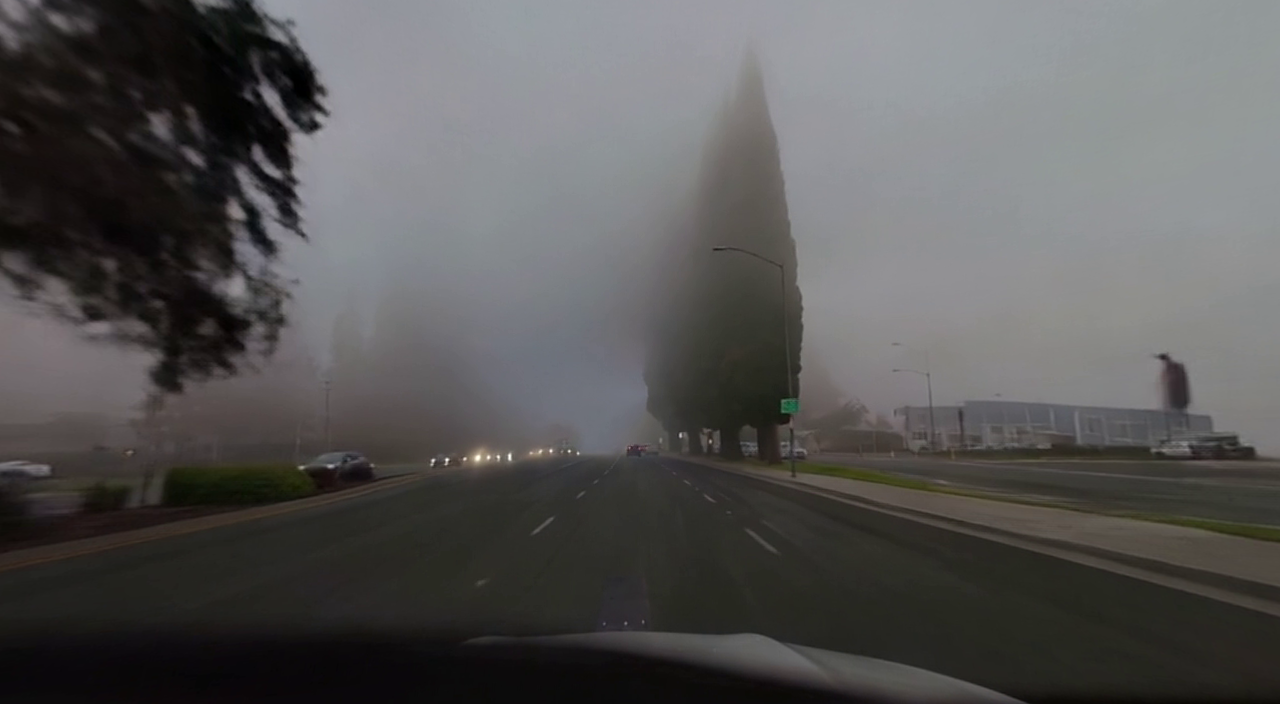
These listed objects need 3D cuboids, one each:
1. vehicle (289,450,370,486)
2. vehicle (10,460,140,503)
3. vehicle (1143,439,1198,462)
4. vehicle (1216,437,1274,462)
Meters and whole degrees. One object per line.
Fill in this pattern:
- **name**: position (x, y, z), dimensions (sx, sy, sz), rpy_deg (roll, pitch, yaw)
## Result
- **vehicle**: position (-14.963, 5.581, 30.611), dimensions (1.879, 1.544, 4.144), rpy_deg (0, -8, -1)
- **vehicle**: position (-25.027, 5.711, 28.164), dimensions (1.864, 1.640, 4.217), rpy_deg (0, -8, 0)
- **vehicle**: position (37.135, 6.903, 44.260), dimensions (1.919, 1.474, 4.533), rpy_deg (-4, -10, 27)
- **vehicle**: position (43.572, 7.023, 45.475), dimensions (1.860, 1.655, 4.278), rpy_deg (-5, -10, 29)
